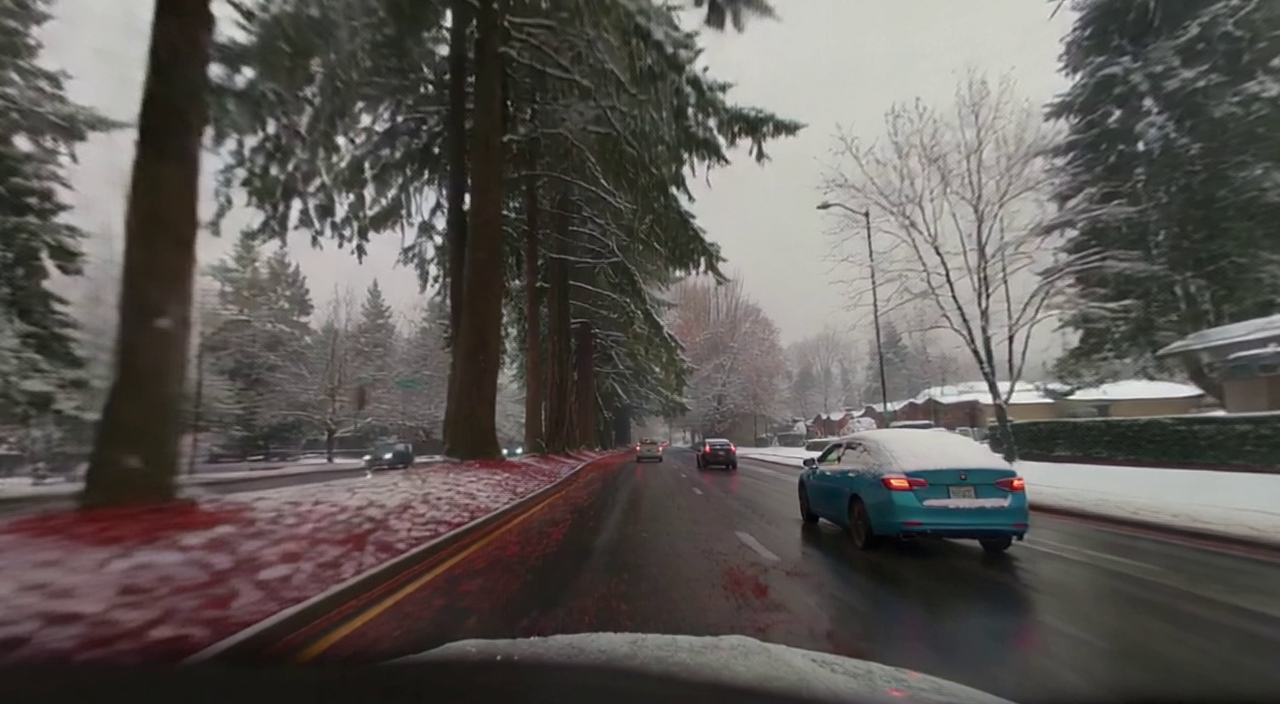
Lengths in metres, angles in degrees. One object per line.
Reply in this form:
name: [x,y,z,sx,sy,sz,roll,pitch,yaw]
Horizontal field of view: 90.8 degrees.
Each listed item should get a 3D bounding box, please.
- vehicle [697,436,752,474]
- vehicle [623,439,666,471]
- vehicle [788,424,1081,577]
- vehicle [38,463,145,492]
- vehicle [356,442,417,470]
vehicle: [3.979,4.937,30.487,2.074,1.652,4.340,0,-8,0]
vehicle: [0.244,5.282,32.601,2.082,1.473,4.028,0,-8,1]
vehicle: [3.507,1.826,8.596,1.985,1.529,4.147,0,-8,0]
vehicle: [-31.200,7.120,36.005,4.279,1.464,1.985,0,-8,2]
vehicle: [-17.886,7.338,44.868,2.085,1.794,4.776,0,-8,3]
